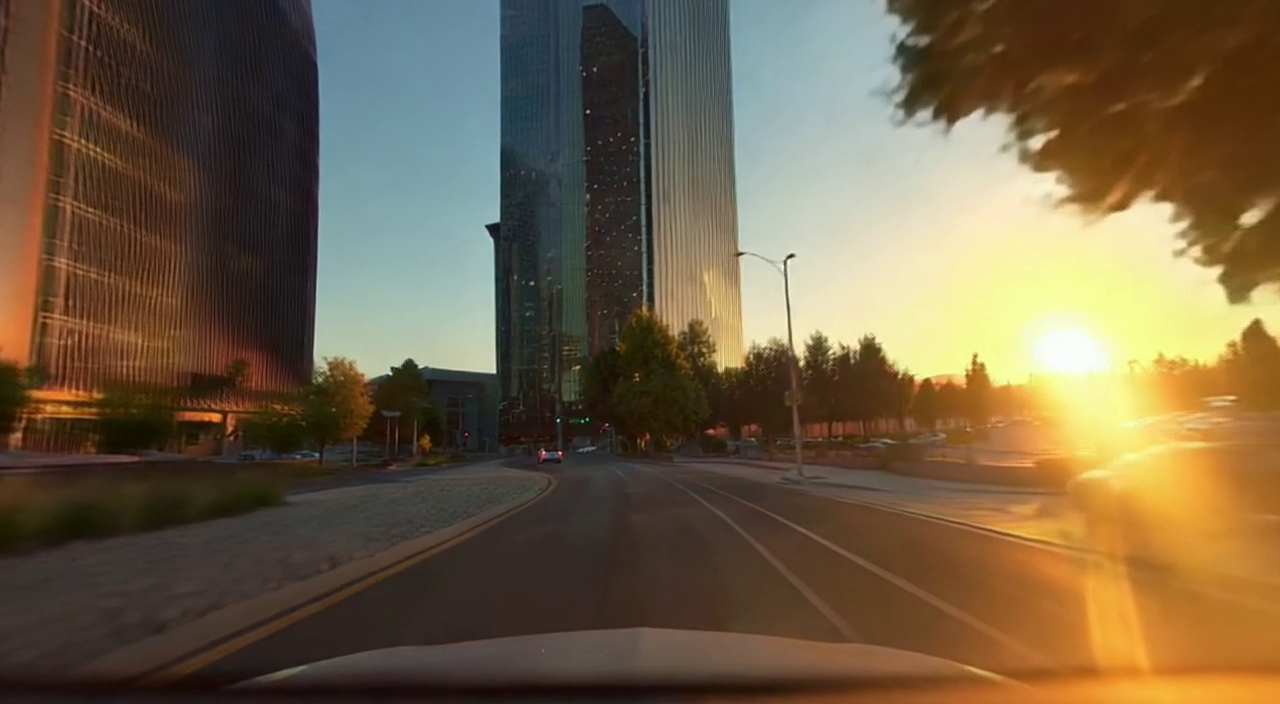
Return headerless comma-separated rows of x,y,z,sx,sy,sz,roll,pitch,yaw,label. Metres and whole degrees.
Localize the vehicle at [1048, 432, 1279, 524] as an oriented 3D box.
11.574,2.556,13.031,4.728,1.696,1.973,-1,-9,7,vehicle
